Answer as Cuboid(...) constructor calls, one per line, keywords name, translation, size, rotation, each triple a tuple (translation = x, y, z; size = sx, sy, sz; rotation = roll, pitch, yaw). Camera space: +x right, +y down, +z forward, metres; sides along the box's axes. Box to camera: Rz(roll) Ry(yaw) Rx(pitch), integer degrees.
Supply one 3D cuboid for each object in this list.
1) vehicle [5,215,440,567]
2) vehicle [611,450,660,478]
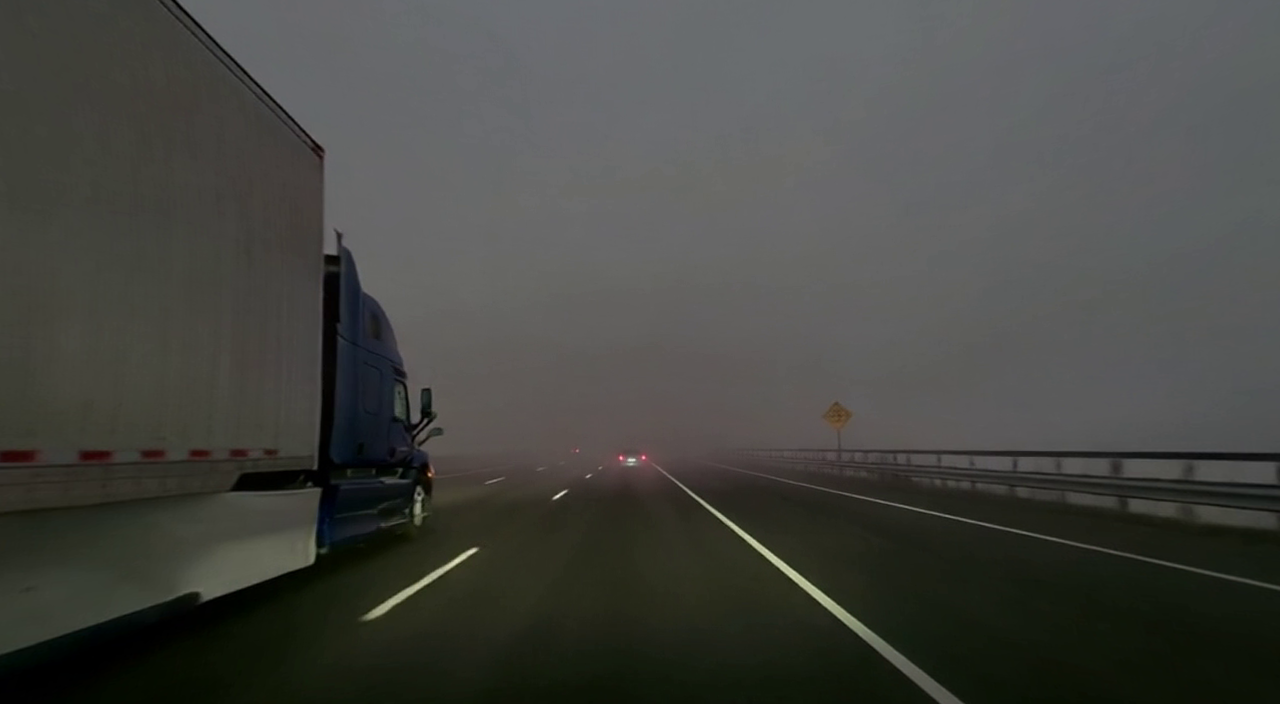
Cuboid(name="vehicle", translation=(-4.209, 0.474, 7.092), size=(3.036, 3.291, 2.419), rotation=(0, -9, -2))
Cuboid(name="vehicle", translation=(-0.259, 5.921, 33.449), size=(2.398, 1.336, 5.698), rotation=(0, -9, -1))
